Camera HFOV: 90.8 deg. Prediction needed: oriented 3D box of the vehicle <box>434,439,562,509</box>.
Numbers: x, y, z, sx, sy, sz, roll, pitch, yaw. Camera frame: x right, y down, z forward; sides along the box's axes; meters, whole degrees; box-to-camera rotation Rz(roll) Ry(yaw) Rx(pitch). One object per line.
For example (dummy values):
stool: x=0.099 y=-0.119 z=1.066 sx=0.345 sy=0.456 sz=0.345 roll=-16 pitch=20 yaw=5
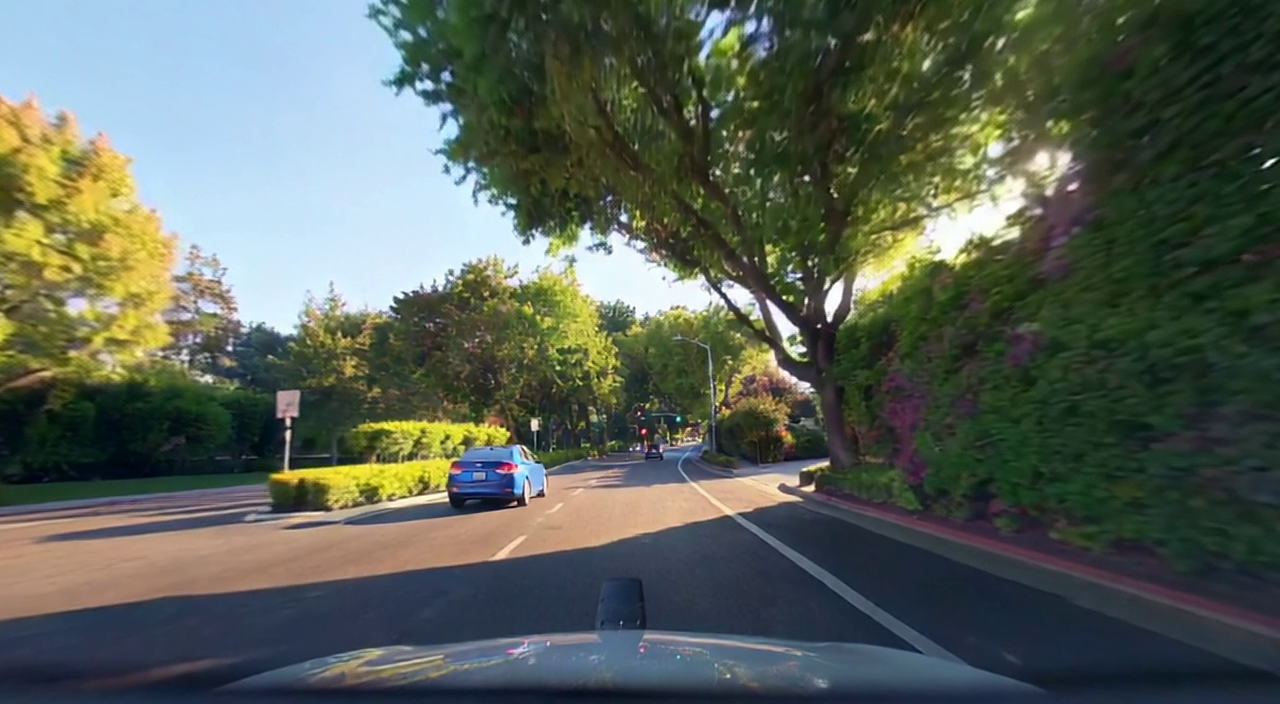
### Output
vehicle: x=-3.322 y=2.959 z=15.864 sx=2.038 sy=1.486 sz=4.678 roll=0 pitch=-9 yaw=1
